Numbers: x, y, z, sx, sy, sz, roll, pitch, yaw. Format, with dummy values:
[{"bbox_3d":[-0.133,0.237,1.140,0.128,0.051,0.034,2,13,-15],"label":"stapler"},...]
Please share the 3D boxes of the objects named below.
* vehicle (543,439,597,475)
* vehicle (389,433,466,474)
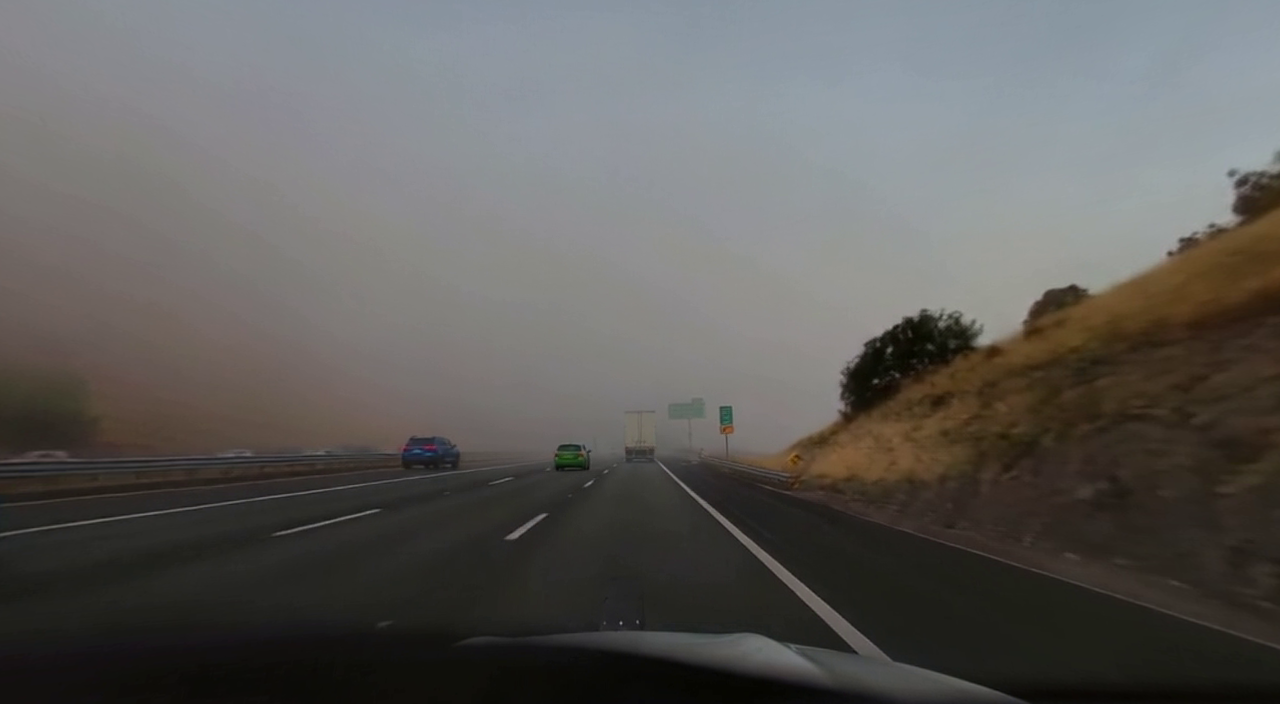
[{"bbox_3d":[-3.600,5.503,33.262,2.194,1.725,4.698,0,-9,1],"label":"vehicle"},{"bbox_3d":[-10.809,5.191,32.423,2.111,1.906,5.028,0,-9,1],"label":"vehicle"}]
